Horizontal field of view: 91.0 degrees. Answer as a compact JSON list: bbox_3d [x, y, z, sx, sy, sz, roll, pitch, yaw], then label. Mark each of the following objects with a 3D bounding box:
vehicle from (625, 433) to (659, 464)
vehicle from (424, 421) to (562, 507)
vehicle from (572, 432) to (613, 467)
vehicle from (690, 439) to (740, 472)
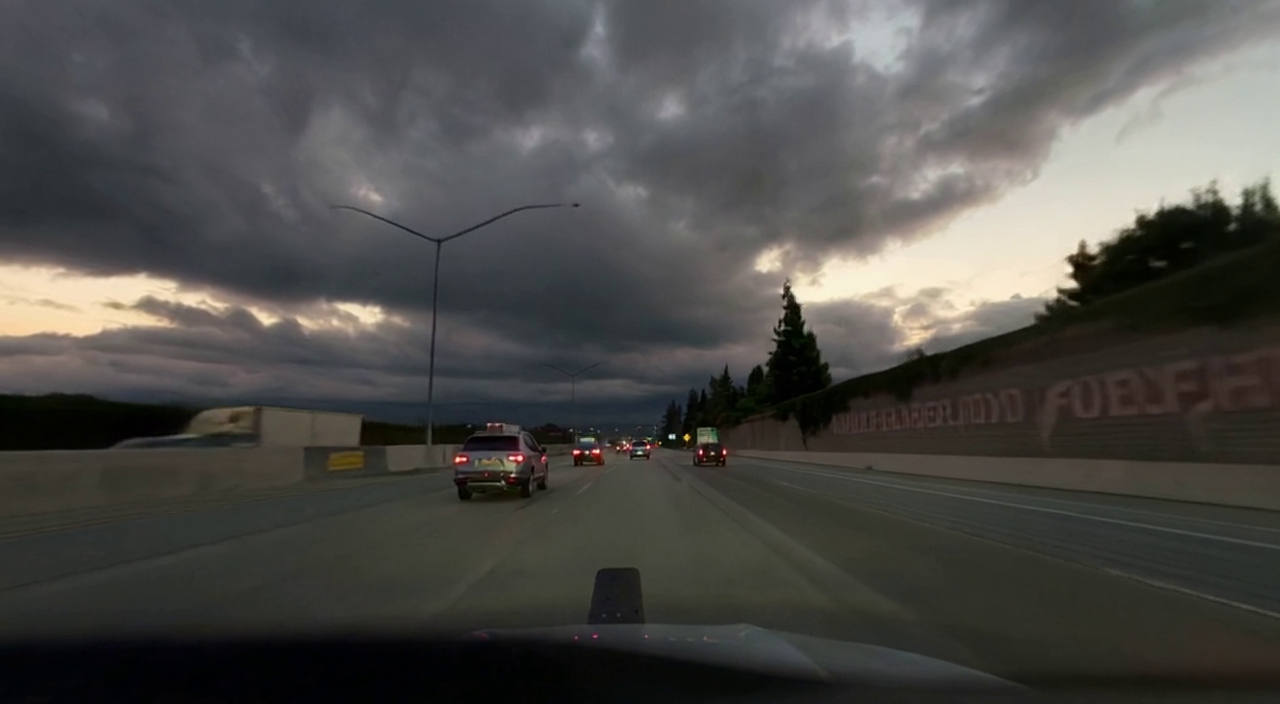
[{"bbox_3d":[0.182,7.497,49.029,2.485,2.215,5.199,0,-9,0],"label":"vehicle"},{"bbox_3d":[-3.484,2.813,16.267,2.184,1.819,5.441,0,-9,1],"label":"vehicle"},{"bbox_3d":[-3.128,6.544,42.356,2.378,2.214,4.352,0,-9,0],"label":"vehicle"},{"bbox_3d":[4.132,5.830,35.614,2.224,1.752,4.487,0,-9,-1],"label":"vehicle"}]
